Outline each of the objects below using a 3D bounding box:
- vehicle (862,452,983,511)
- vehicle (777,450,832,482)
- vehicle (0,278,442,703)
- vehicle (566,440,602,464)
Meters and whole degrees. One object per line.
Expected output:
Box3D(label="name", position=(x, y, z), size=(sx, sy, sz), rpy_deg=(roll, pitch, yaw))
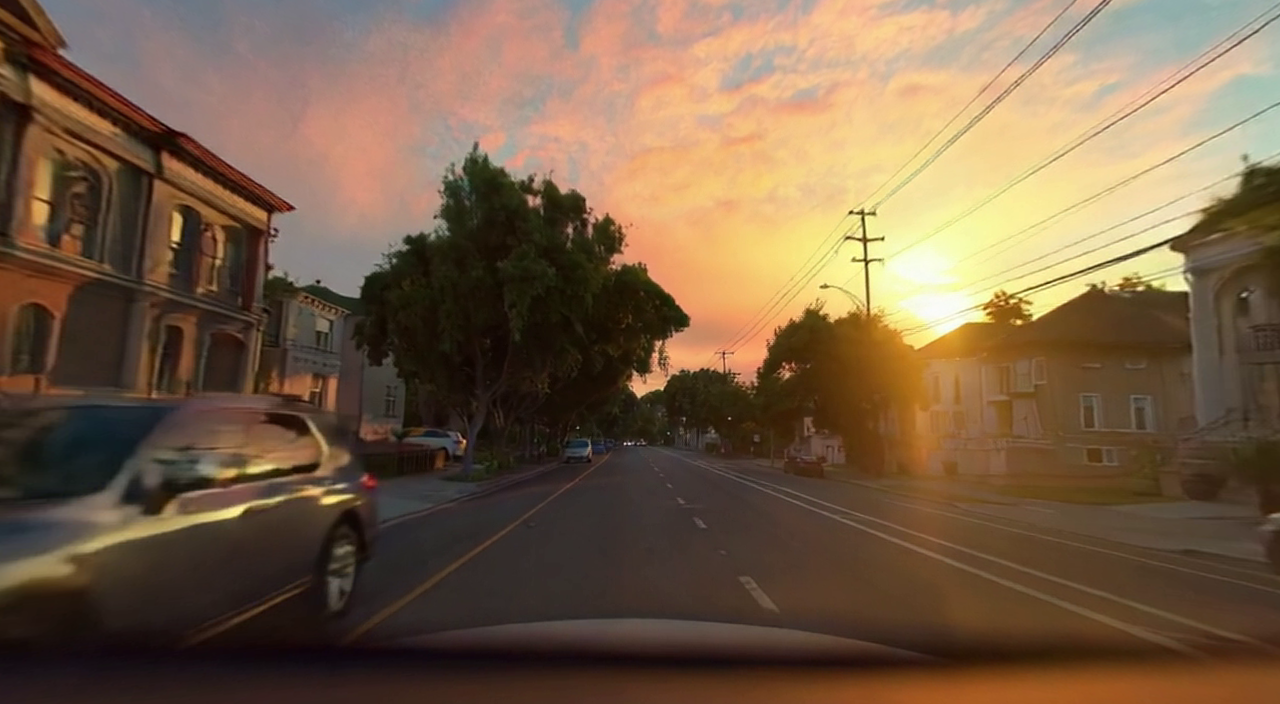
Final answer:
Box3D(label="vehicle", position=(9.594, 4.378, 21.936), size=(1.977, 1.495, 4.800), rpy_deg=(8, -8, 1))
Box3D(label="vehicle", position=(9.416, 6.525, 36.463), size=(1.930, 1.456, 4.511), rpy_deg=(8, -8, 2))
Box3D(label="vehicle", position=(-3.265, 0.985, 3.853), size=(2.290, 1.924, 5.536), rpy_deg=(0, -8, 0))
Box3D(label="vehicle", position=(-3.666, 6.614, 42.063), size=(2.021, 1.475, 4.523), rpy_deg=(0, -8, 0))
